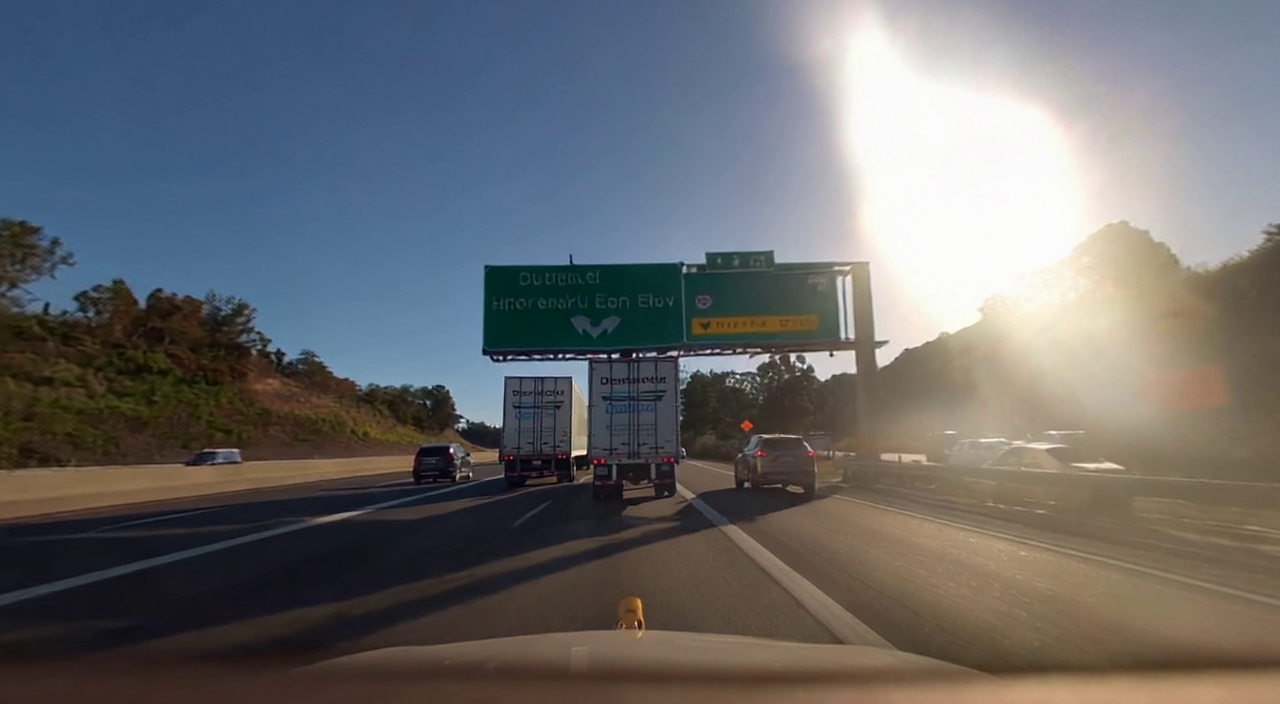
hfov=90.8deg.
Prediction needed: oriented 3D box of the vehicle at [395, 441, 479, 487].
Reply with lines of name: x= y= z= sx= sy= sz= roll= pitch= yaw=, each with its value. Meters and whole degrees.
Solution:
vehicle: x=-8.163 y=4.531 z=25.922 sx=2.017 sy=1.694 sz=4.420 roll=0 pitch=-9 yaw=-1

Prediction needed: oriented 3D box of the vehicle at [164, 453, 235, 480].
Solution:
vehicle: x=-24.528 y=6.360 z=35.314 sx=1.531 sy=1.398 sz=3.365 roll=0 pitch=-9 yaw=0

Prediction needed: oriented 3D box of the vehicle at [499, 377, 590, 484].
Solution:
vehicle: x=-4.120 y=3.858 z=30.063 sx=2.888 sy=4.154 sz=10.960 roll=0 pitch=-9 yaw=-1

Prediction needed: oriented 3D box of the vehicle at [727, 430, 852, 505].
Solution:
vehicle: x=3.869 y=3.087 z=17.332 sx=2.136 sy=1.753 sz=4.644 roll=0 pitch=-9 yaw=-2

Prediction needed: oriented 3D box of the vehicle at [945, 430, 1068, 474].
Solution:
vehicle: x=16.653 y=4.600 z=29.186 sx=2.128 sy=1.783 sz=5.718 roll=0 pitch=-9 yaw=-2

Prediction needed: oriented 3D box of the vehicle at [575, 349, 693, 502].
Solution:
vehicle: x=-0.219 y=2.536 z=20.731 sx=2.910 sy=3.828 sz=9.805 roll=0 pitch=-9 yaw=-1
